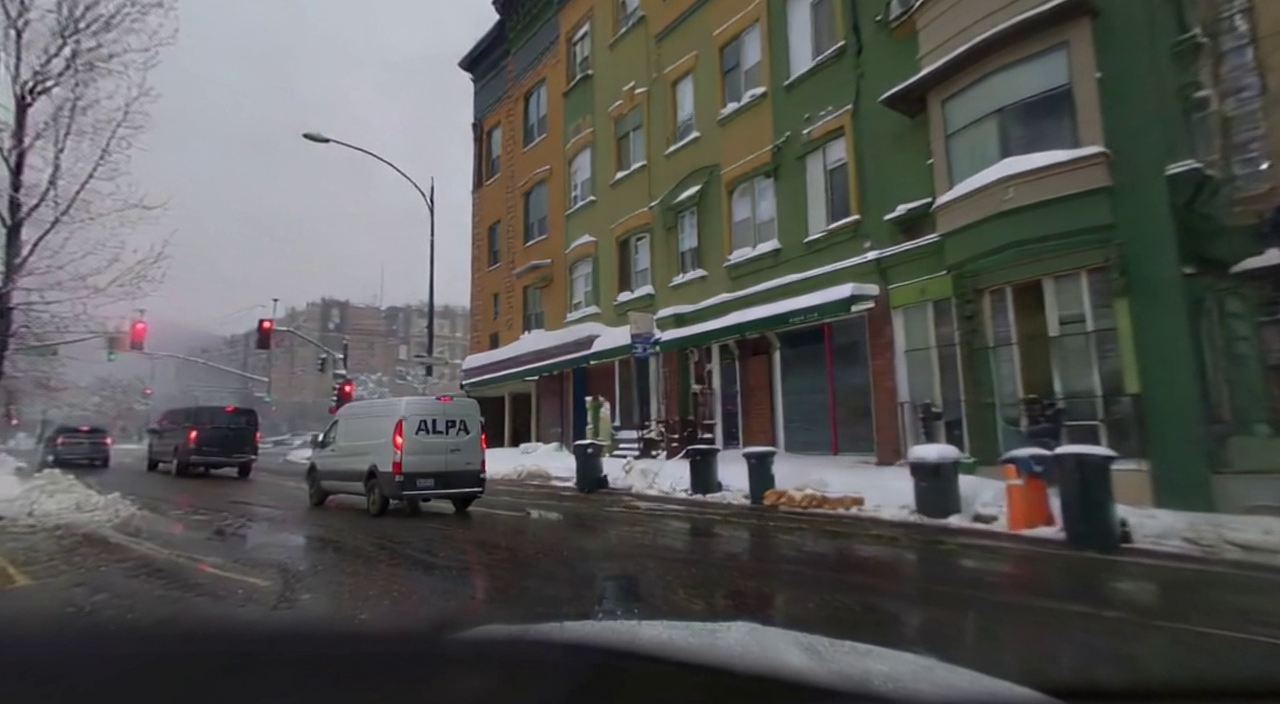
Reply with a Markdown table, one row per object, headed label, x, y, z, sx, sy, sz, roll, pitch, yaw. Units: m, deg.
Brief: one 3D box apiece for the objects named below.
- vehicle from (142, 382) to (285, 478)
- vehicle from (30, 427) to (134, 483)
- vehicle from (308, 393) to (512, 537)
| label | x | y | z | sx | sy | sz | roll | pitch | yaw |
| --- | --- | --- | --- | --- | --- | --- | --- | --- | --- |
| vehicle | -14.300 | 2.630 | 20.925 | 6.504 | 2.703 | 2.333 | -7 | -11 | 43 |
| vehicle | -16.452 | 2.989 | 18.518 | 3.426 | 1.461 | 1.841 | -7 | -11 | 43 |
| vehicle | -4.075 | 1.821 | 10.737 | 1.951 | 1.907 | 4.266 | 6 | -10 | -38 |
